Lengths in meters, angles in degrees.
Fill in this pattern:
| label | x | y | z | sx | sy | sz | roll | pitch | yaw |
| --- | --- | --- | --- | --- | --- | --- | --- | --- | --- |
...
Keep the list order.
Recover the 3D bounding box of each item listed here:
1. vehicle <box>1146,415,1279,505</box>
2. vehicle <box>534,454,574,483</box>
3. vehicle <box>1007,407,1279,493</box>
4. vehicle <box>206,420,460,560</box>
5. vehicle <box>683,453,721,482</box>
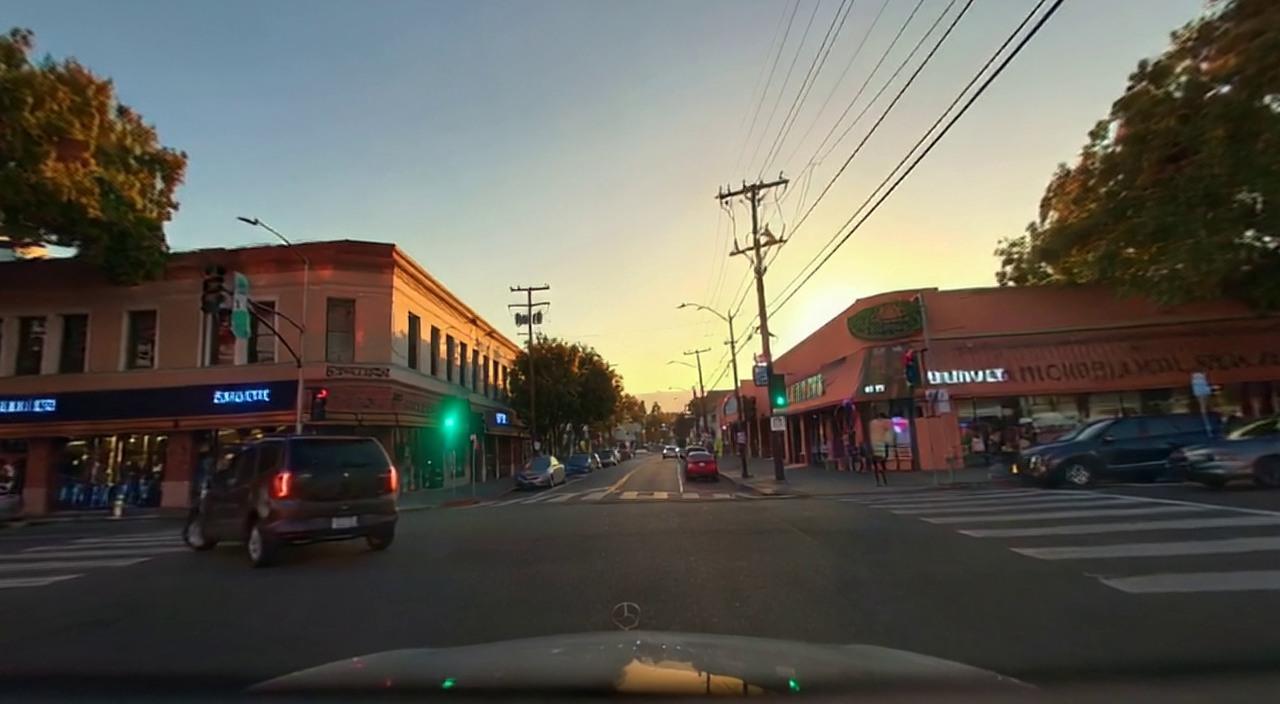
| label | x | y | z | sx | sy | sz | roll | pitch | yaw |
| --- | --- | --- | --- | --- | --- | --- | --- | --- | --- |
| vehicle | 13.546 | 2.006 | 12.645 | 4.815 | 1.501 | 2.157 | -5 | -9 | 2 |
| vehicle | -5.671 | 7.710 | 42.106 | 2.044 | 1.711 | 4.048 | 0 | -8 | 1 |
| vehicle | 12.673 | 2.393 | 15.496 | 5.716 | 1.894 | 2.433 | -1 | -8 | 2 |
| vehicle | -5.519 | 2.291 | 11.116 | 4.611 | 1.882 | 2.440 | -10 | -13 | 43 |
| vehicle | 3.656 | 6.863 | 37.695 | 2.062 | 1.526 | 3.989 | -1 | -8 | 3 |
